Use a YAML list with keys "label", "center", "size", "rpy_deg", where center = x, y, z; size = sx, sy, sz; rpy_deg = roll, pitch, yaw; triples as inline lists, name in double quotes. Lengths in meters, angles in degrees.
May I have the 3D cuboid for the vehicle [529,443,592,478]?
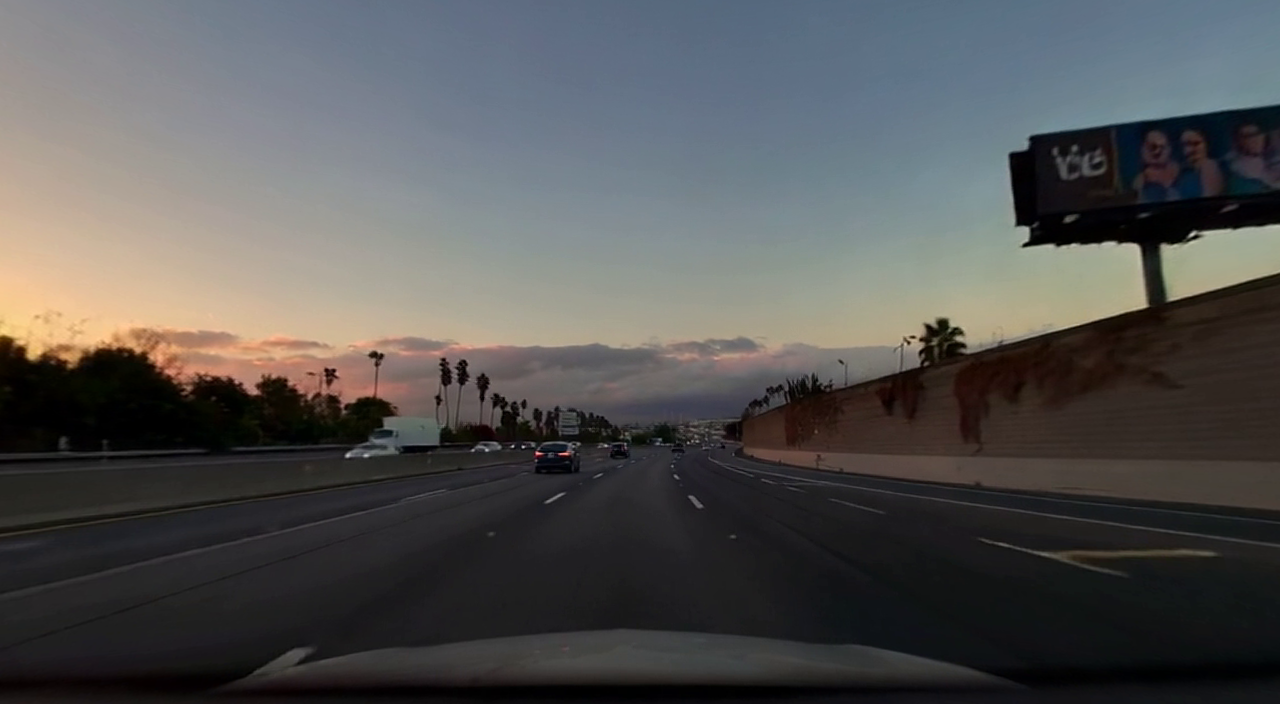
- label: "vehicle"
  center: [-3.517, 4.902, 28.956]
  size: [2.078, 1.457, 4.648]
  rpy_deg: [-1, -8, 3]
